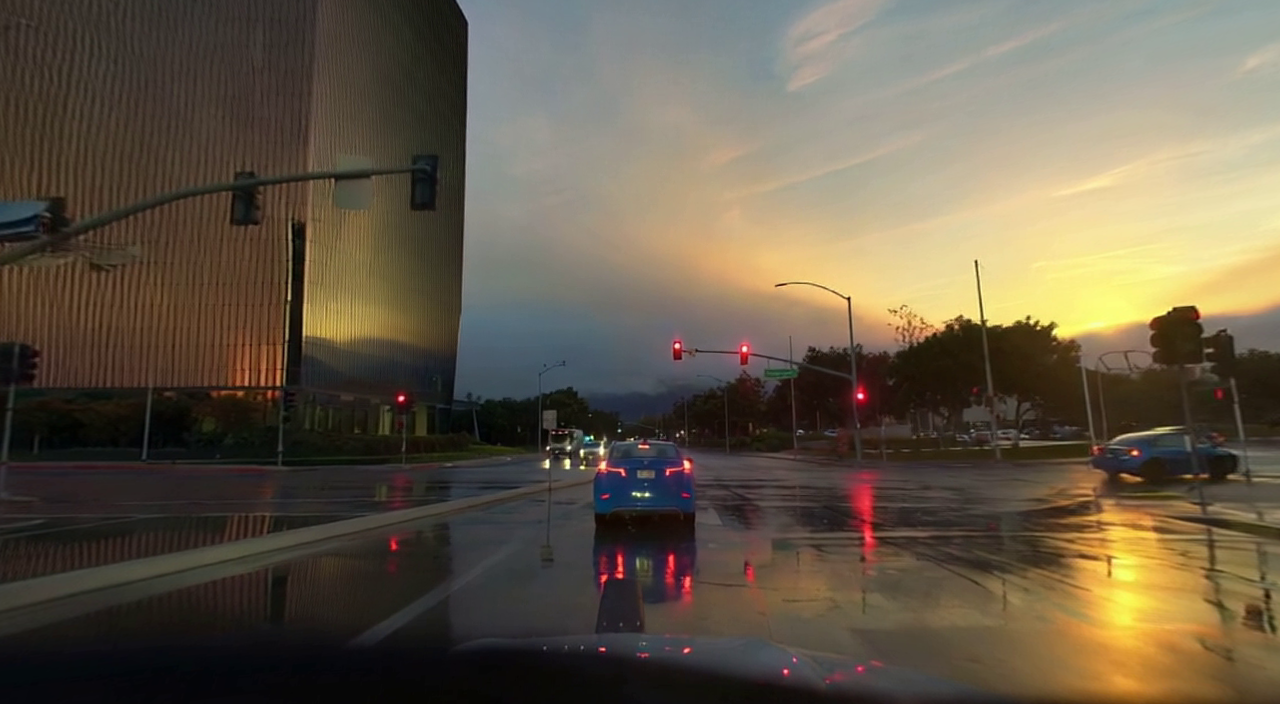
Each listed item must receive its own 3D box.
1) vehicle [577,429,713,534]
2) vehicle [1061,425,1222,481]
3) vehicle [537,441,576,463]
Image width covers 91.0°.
[{"bbox_3d":[0.188,2.240,11.492,2.014,1.525,4.197,0,-9,3],"label":"vehicle"},{"bbox_3d":[17.401,3.489,21.880,4.739,1.749,2.174,4,-9,-21],"label":"vehicle"},{"bbox_3d":[-6.343,7.661,48.297,2.113,1.535,4.504,0,-9,3],"label":"vehicle"}]
